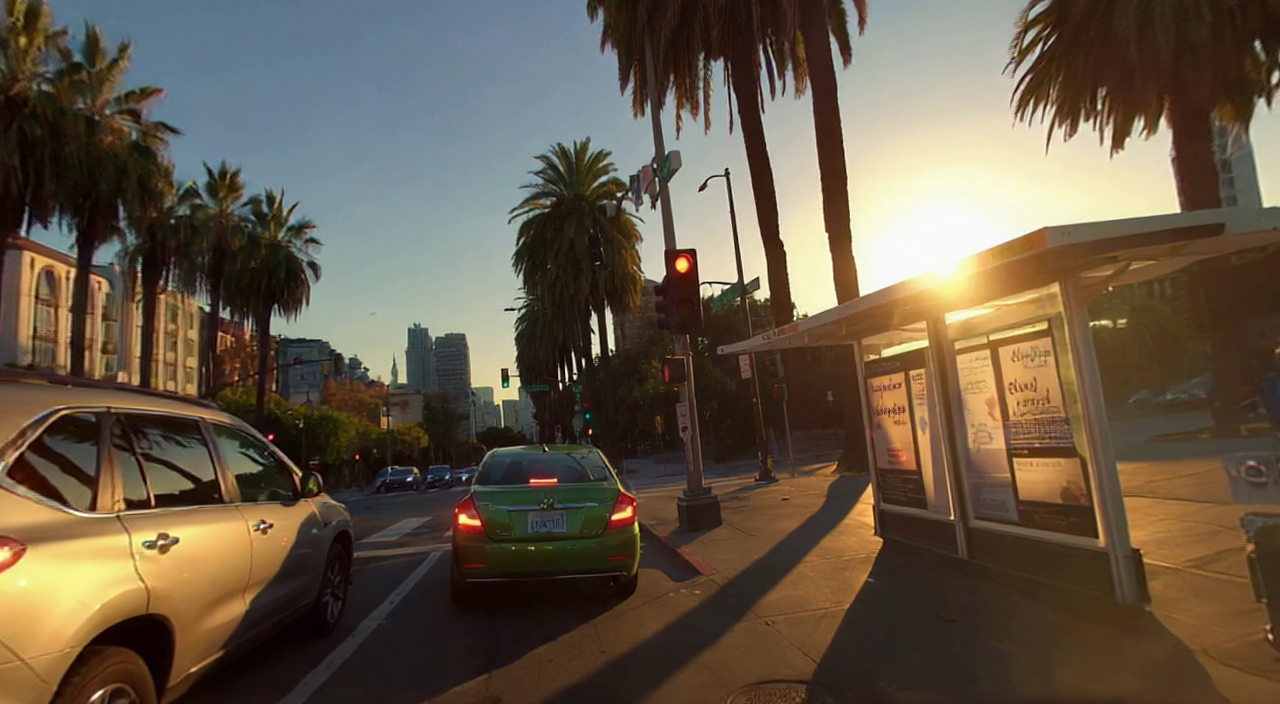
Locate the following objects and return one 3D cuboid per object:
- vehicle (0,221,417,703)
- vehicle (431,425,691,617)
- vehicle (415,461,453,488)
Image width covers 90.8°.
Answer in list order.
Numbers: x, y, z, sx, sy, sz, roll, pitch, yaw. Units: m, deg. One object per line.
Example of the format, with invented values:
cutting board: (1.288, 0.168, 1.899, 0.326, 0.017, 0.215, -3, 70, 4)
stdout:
vehicle: (-2.765, 0.910, 3.222, 2.098, 1.851, 4.571, 1, -9, -7)
vehicle: (-1.015, 1.652, 7.236, 2.065, 1.467, 4.289, 2, -9, -11)
vehicle: (-14.624, 8.683, 44.984, 1.964, 1.642, 4.085, 1, -9, -10)
